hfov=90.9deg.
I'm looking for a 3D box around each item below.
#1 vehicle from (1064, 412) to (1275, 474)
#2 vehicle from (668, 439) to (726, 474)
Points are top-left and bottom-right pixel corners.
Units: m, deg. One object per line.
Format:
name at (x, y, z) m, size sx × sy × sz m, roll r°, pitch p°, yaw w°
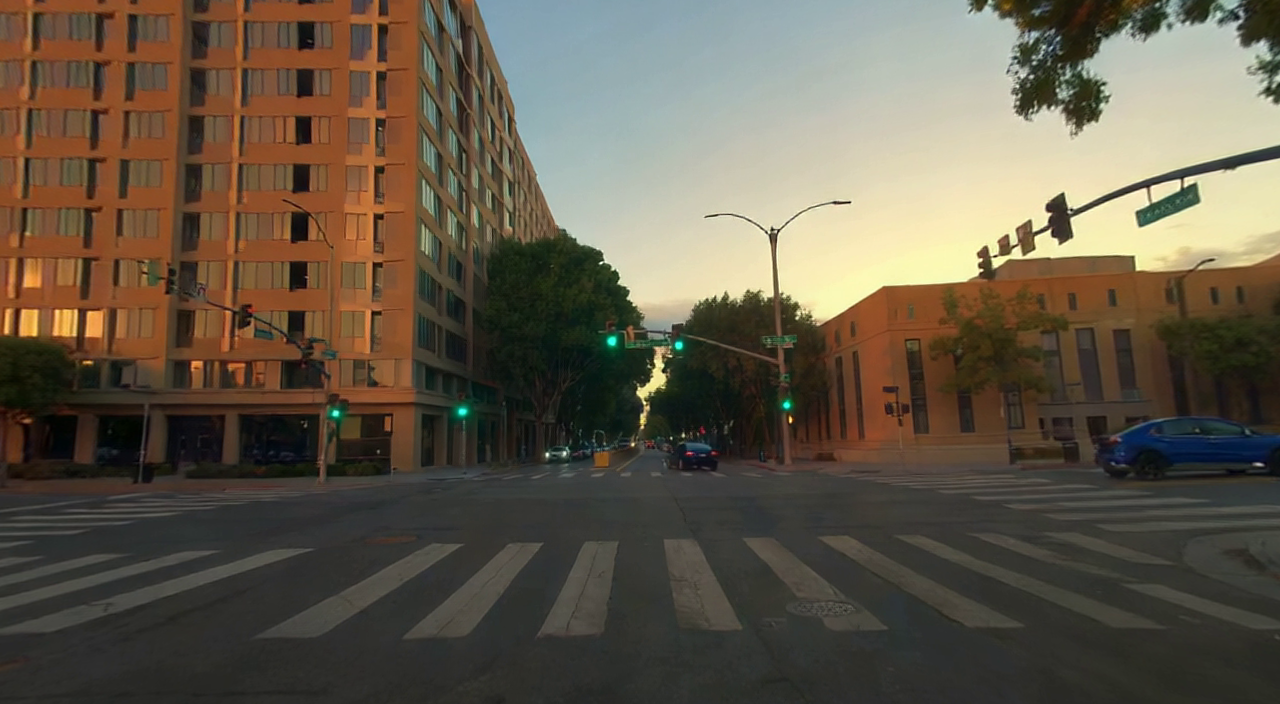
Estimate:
vehicle at (16.933, 2.944, 20.397) m, size 4.802 × 1.860 × 2.146 m, roll 0°, pitch -8°, yaw 1°
vehicle at (2.553, 4.804, 29.314) m, size 2.039 × 1.470 × 4.355 m, roll 0°, pitch -8°, yaw -3°
